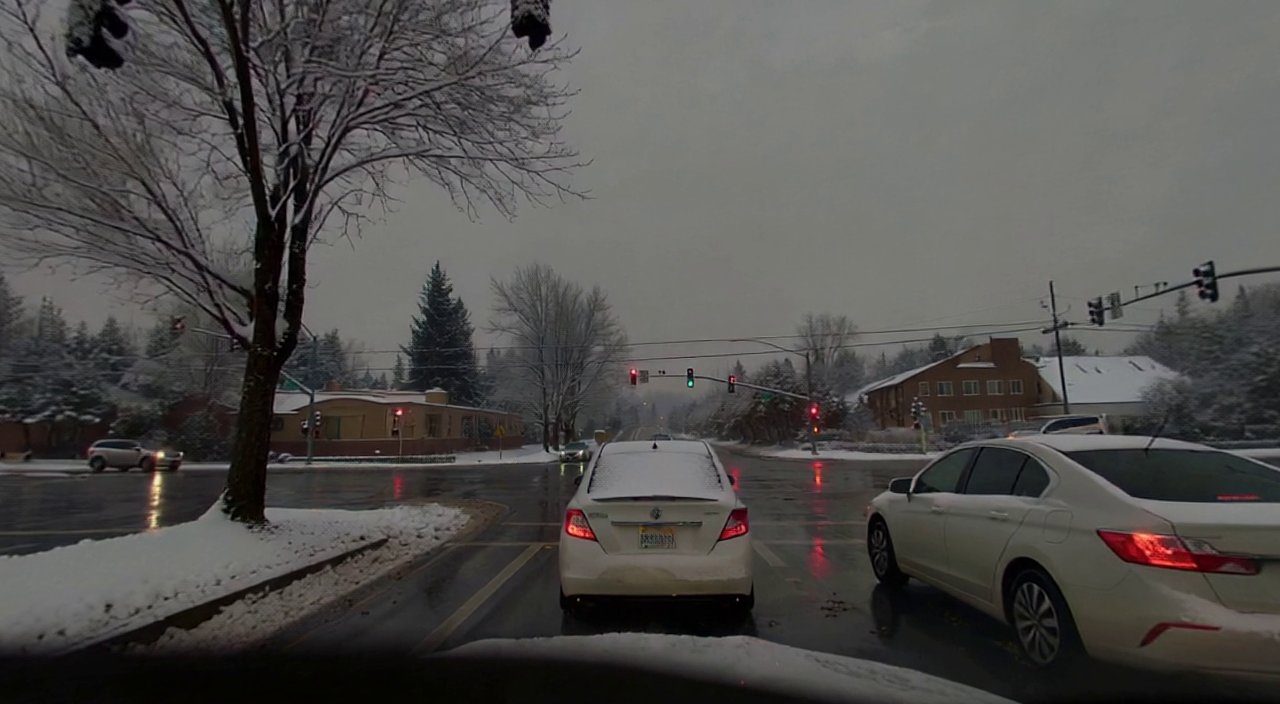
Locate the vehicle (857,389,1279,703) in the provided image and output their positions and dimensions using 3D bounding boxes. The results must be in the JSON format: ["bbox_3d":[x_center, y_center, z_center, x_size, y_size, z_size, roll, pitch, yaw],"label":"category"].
[{"bbox_3d":[3.166,1.125,3.895,1.931,1.493,4.555,0,-8,-1],"label":"vehicle"}]

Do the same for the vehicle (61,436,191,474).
[{"bbox_3d":[-24.331,4.877,29.978,4.450,1.684,1.894,0,-8,0],"label":"vehicle"}]

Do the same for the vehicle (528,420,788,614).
[{"bbox_3d":[0.096,1.564,6.881,2.017,1.485,3.813,0,-8,-1],"label":"vehicle"}]
